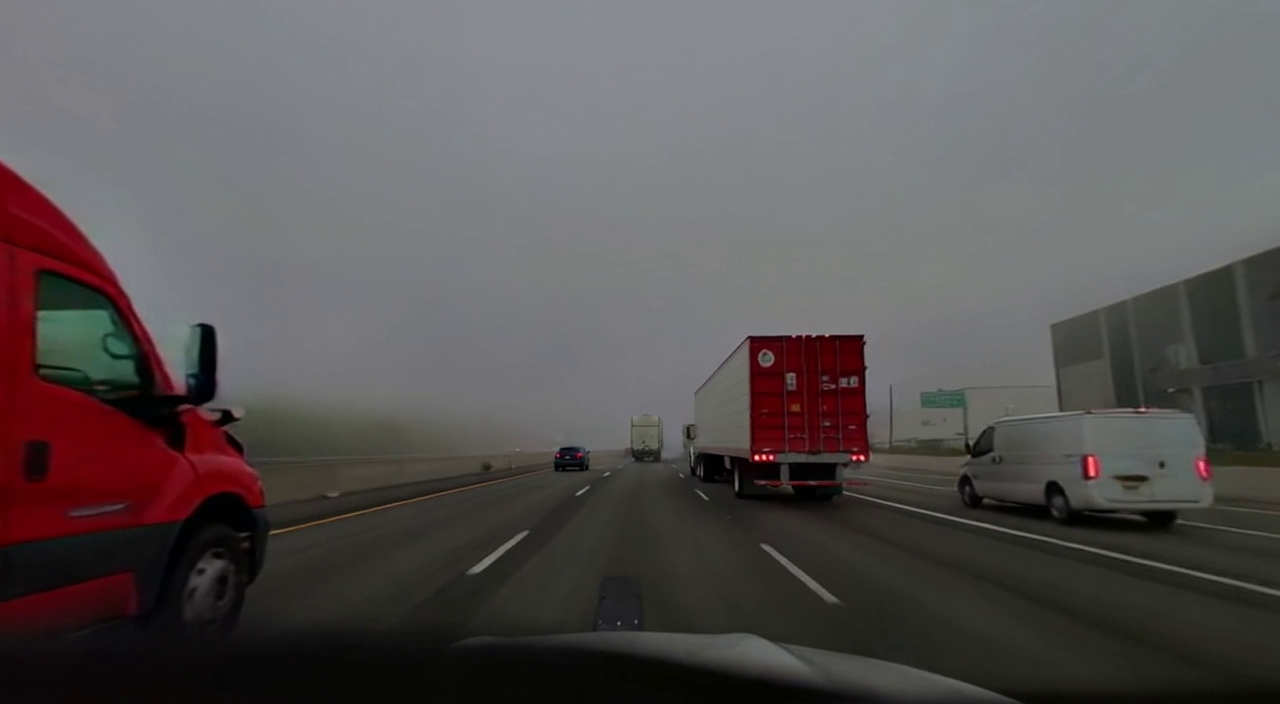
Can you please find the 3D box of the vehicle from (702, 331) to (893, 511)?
[{"bbox_3d":[4.119,2.483,20.711,2.951,3.974,13.340,0,-8,1],"label":"vehicle"}]

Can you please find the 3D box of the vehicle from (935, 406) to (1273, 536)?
[{"bbox_3d":[8.244,2.191,12.322,2.216,1.918,5.742,0,-9,0],"label":"vehicle"}]

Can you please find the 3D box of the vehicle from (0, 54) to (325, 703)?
[{"bbox_3d":[-3.717,0.159,1.403,2.557,2.855,6.674,0,-9,0],"label":"vehicle"}]

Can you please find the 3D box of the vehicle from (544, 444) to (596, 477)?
[{"bbox_3d":[-3.344,5.292,31.115,2.024,1.472,4.014,-1,-8,1],"label":"vehicle"}]
